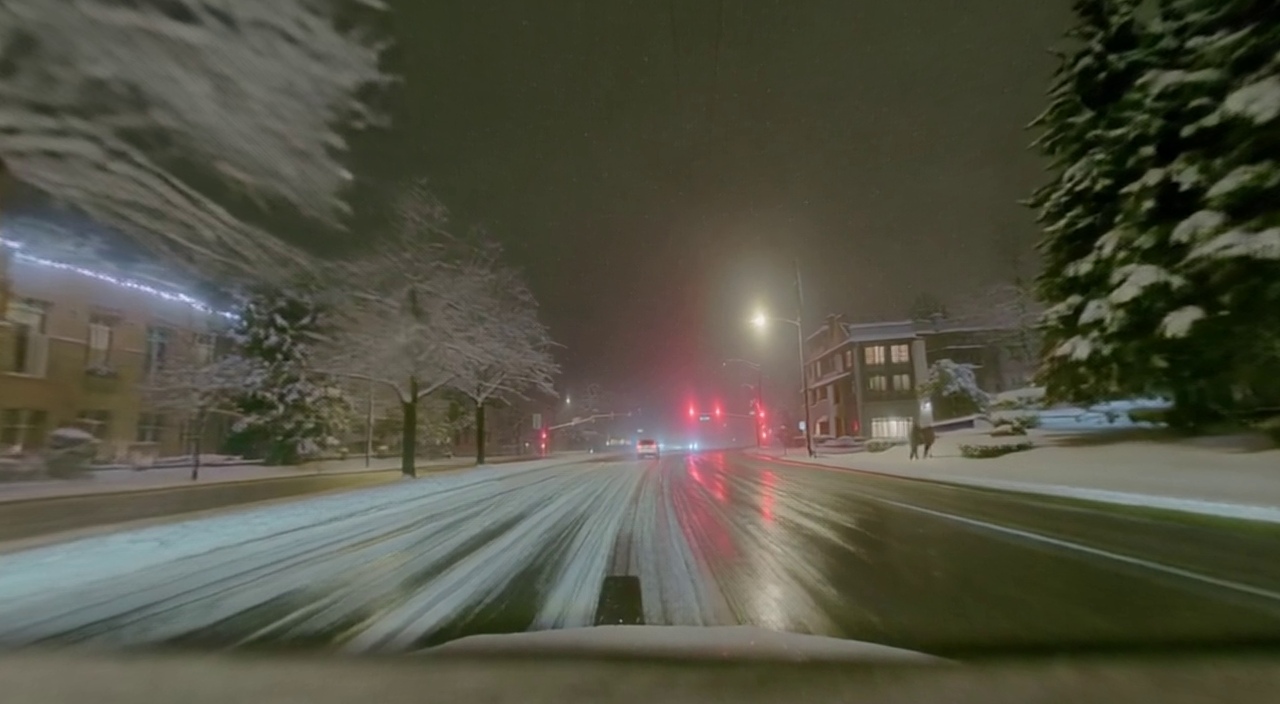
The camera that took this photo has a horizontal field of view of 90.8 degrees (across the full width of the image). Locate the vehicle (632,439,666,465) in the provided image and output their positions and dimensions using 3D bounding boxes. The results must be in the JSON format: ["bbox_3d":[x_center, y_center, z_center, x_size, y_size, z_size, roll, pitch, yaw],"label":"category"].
[{"bbox_3d":[0.595,6.326,40.242,2.037,1.568,3.693,-1,-8,2],"label":"vehicle"}]
